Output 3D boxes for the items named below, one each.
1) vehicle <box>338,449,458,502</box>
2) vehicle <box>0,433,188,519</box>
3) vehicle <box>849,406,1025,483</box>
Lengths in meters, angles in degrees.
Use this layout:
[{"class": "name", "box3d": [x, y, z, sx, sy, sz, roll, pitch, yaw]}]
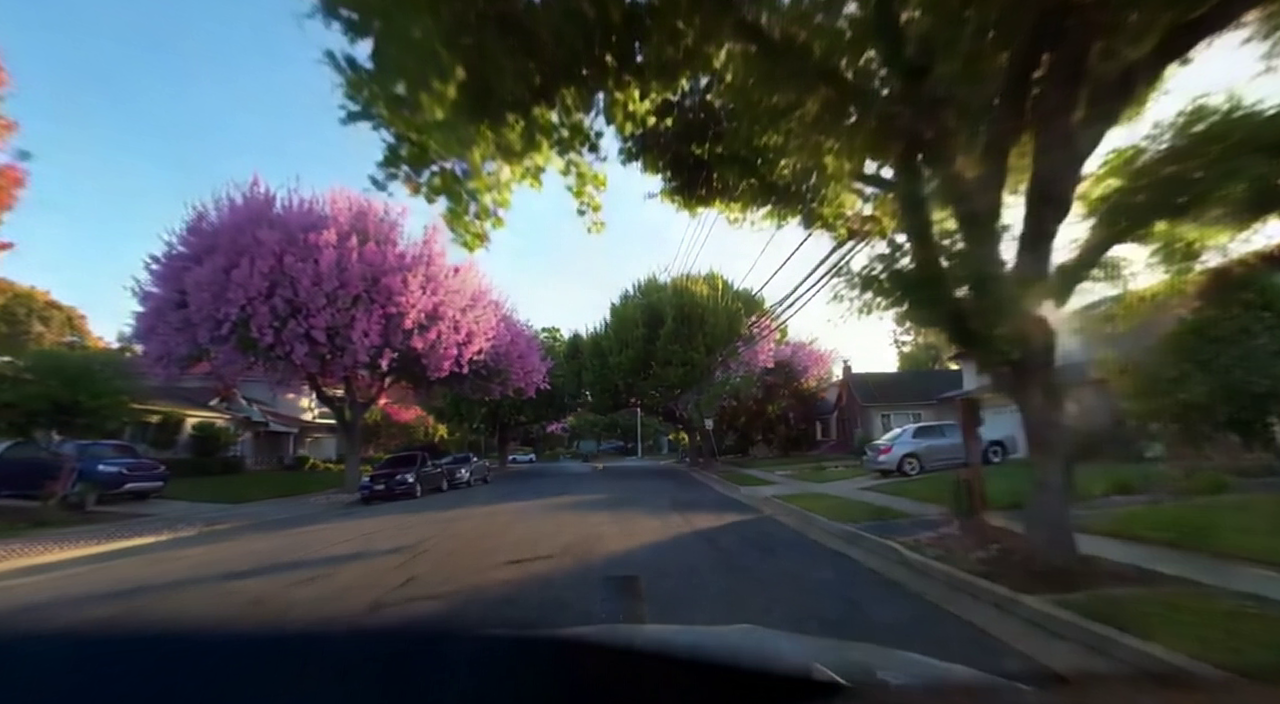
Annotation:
[{"class": "vehicle", "box3d": [-7.660, 3.916, 20.550, 2.034, 1.493, 4.524, 0, -9, 1]}, {"class": "vehicle", "box3d": [-14.325, 3.006, 15.666, 4.538, 1.687, 1.955, 4, -9, -1]}, {"class": "vehicle", "box3d": [8.550, 2.710, 18.478, 4.025, 1.738, 1.920, -5, -9, -1]}]
